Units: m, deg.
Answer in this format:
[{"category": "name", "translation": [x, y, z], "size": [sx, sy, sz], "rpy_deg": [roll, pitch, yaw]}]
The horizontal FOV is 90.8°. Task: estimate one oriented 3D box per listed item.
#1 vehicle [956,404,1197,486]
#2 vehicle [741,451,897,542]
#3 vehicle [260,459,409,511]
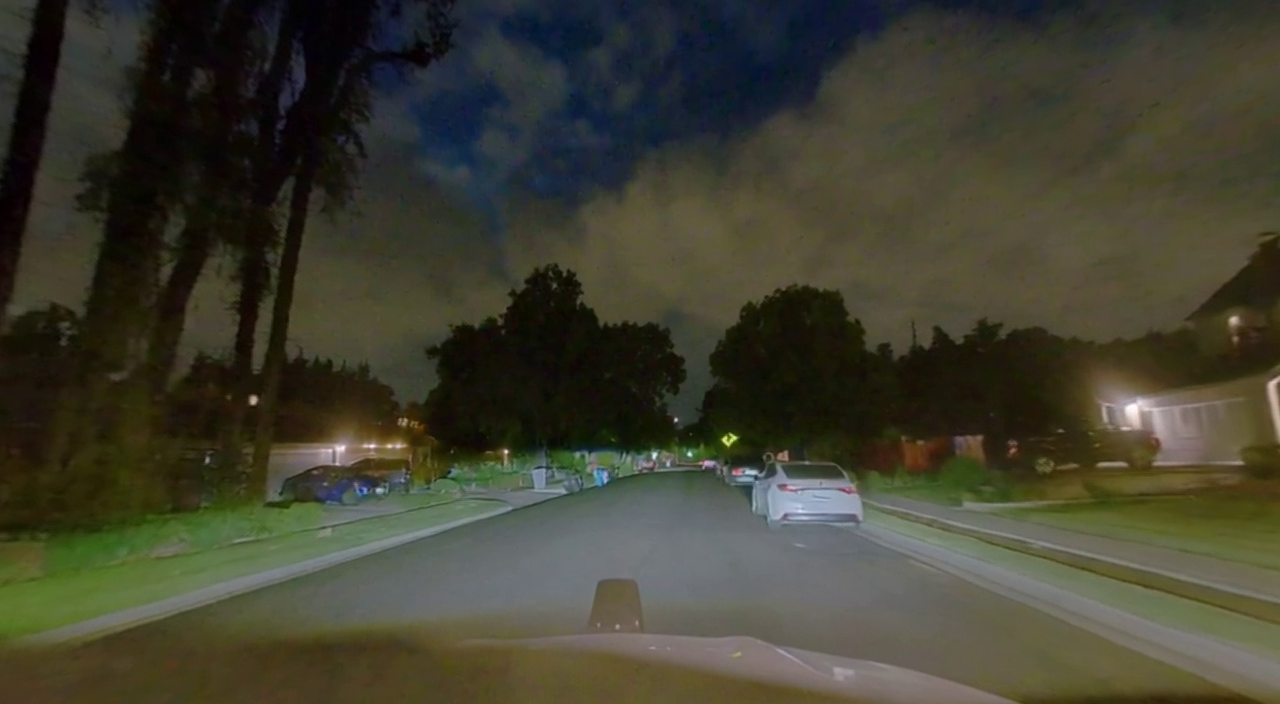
[{"category": "vehicle", "translation": [11.707, 2.607, 17.350], "size": [4.861, 1.911, 2.181], "rpy_deg": [1, -13, 6]}, {"category": "vehicle", "translation": [3.395, 2.830, 13.058], "size": [2.009, 1.506, 4.698], "rpy_deg": [0, -9, 2]}, {"category": "vehicle", "translation": [-11.283, 4.904, 23.551], "size": [4.511, 1.809, 2.018], "rpy_deg": [-1, -10, 5]}]
